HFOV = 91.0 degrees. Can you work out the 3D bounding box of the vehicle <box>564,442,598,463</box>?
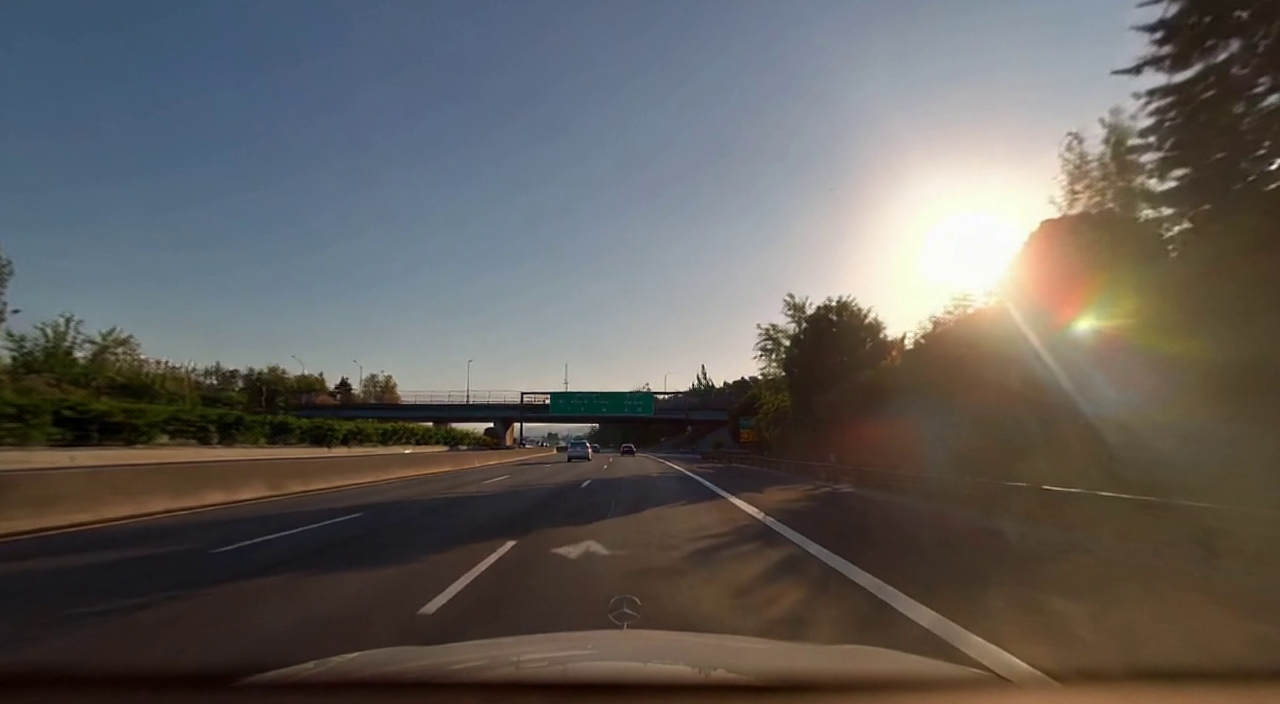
[{"bbox_3d":[-4.325,7.424,46.649,2.211,1.524,3.651,0,-8,0],"label":"vehicle"}]
